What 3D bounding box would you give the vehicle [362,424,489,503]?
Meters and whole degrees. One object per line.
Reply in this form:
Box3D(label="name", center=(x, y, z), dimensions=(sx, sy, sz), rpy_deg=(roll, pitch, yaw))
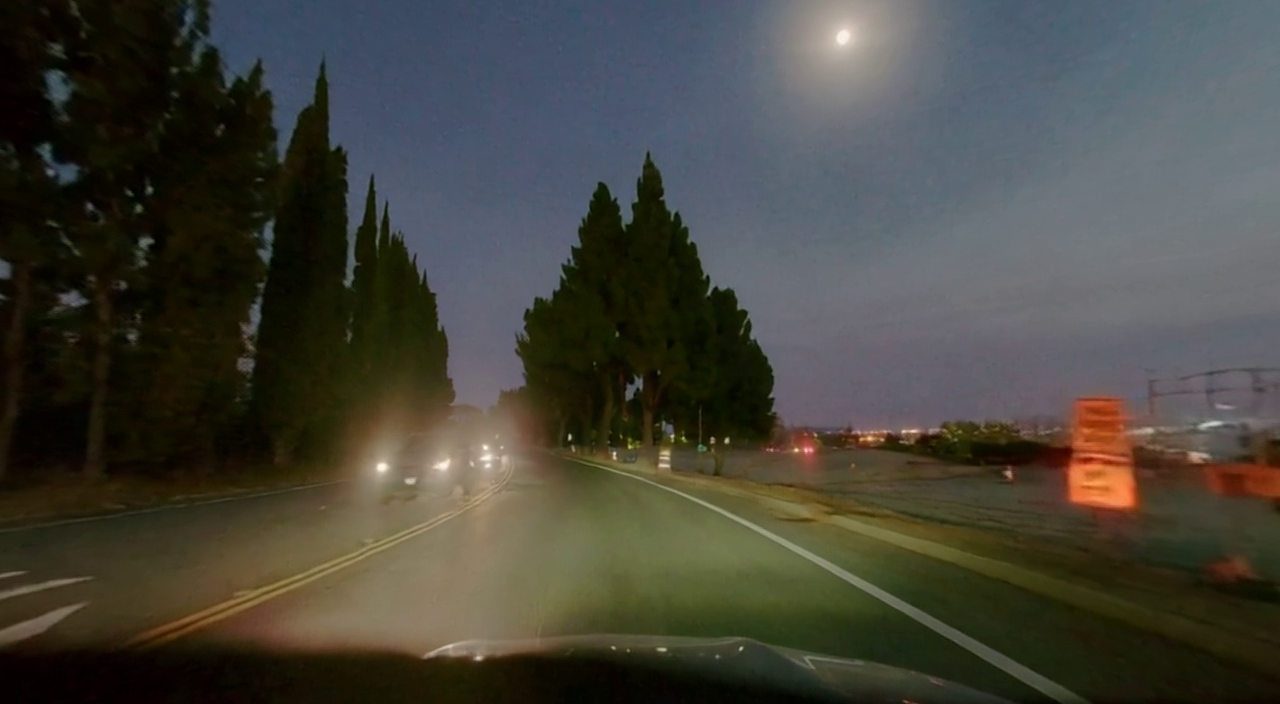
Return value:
Box3D(label="vehicle", center=(-5.767, 3.025, 17.676), dimensions=(2.193, 1.885, 4.474), rpy_deg=(0, -8, -4))
